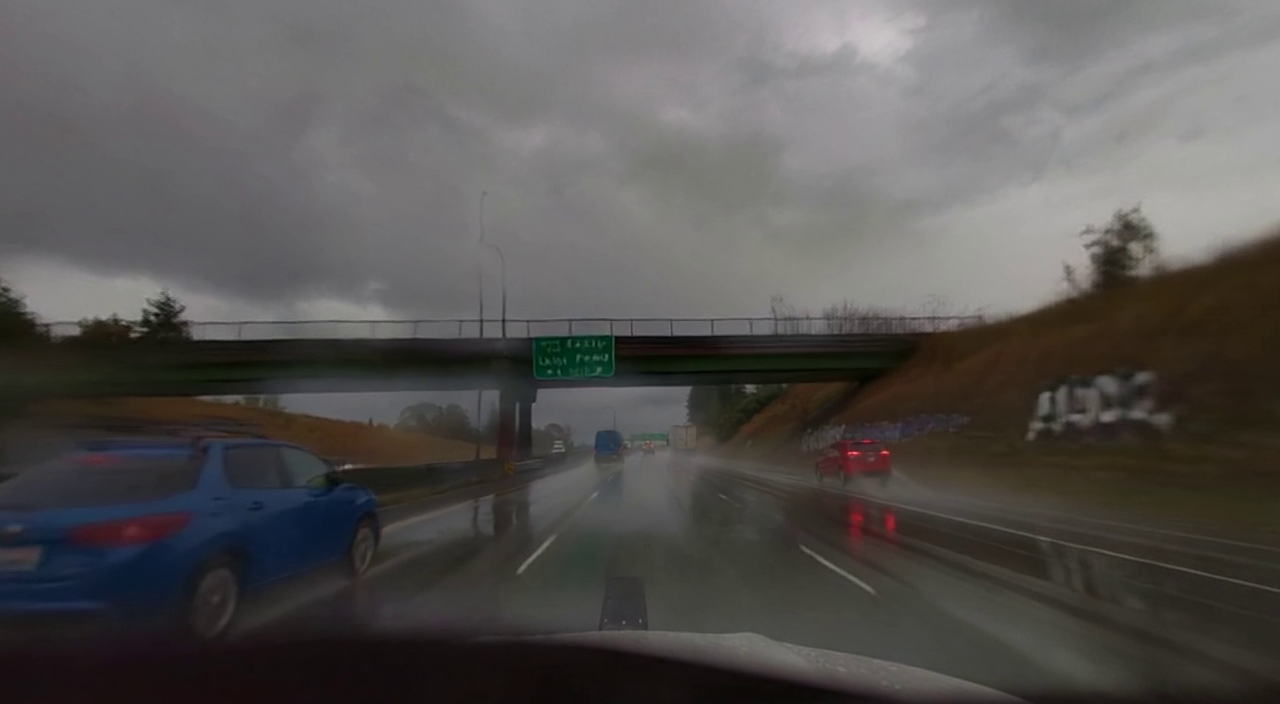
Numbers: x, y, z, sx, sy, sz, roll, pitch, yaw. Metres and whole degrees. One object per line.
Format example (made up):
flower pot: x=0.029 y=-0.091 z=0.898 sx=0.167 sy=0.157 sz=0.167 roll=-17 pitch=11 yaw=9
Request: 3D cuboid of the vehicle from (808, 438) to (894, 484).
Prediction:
vehicle: x=8.337 y=4.359 z=25.317 sx=1.936 sy=1.664 sz=4.198 roll=0 pitch=-9 yaw=-1

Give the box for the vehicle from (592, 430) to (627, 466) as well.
vehicle: x=-2.316 y=7.553 z=49.453 sx=2.451 sy=2.627 sz=5.868 roll=0 pitch=-9 yaw=0

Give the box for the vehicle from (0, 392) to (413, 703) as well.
vehicle: x=-3.148 y=1.083 z=3.427 sx=2.029 sy=1.472 sz=4.721 roll=0 pitch=-9 yaw=1
